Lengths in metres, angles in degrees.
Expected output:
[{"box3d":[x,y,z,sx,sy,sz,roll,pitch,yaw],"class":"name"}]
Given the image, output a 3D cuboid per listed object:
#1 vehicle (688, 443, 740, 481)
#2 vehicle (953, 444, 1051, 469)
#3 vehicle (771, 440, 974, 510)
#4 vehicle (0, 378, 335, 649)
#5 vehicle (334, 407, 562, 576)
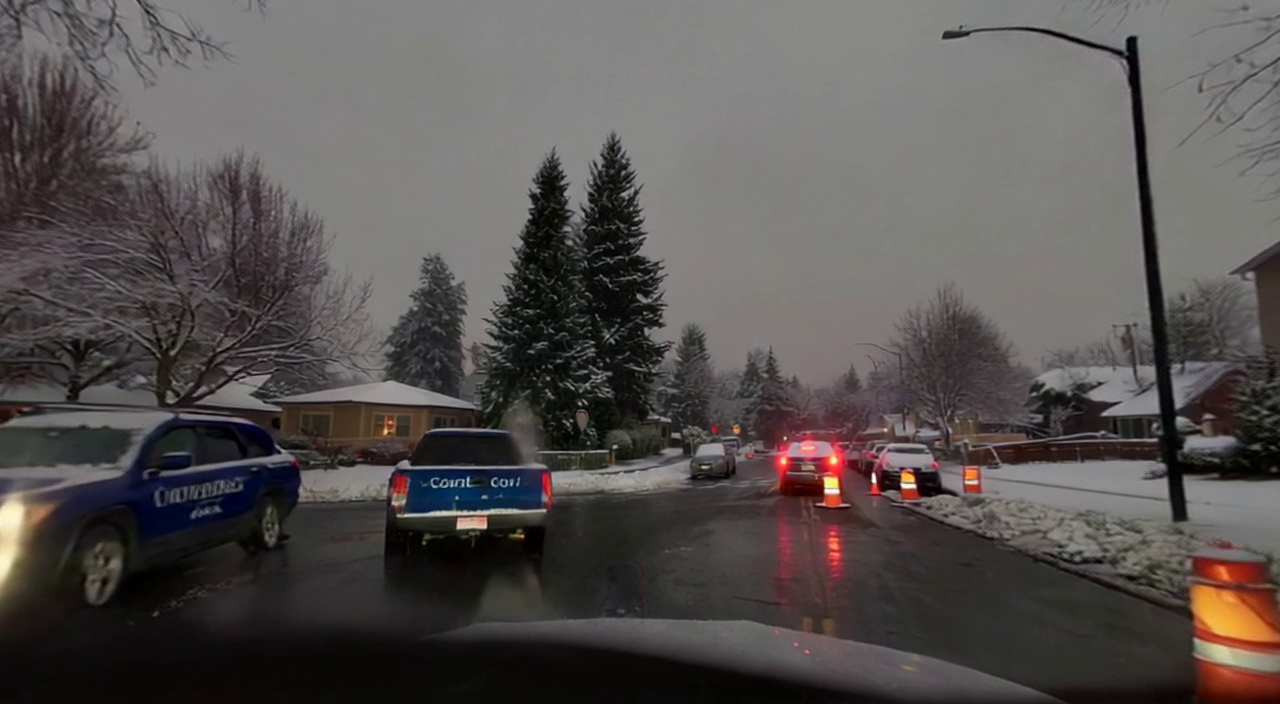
[{"box3d":[3.839,5.515,32.040,2.014,1.742,4.297,-2,-9,14],"class":"vehicle"},{"box3d":[23.237,6.729,40.737,5.066,1.534,1.905,-2,-9,10],"class":"vehicle"},{"box3d":[6.112,3.173,16.780,4.656,1.577,2.099,1,-8,-17],"class":"vehicle"},{"box3d":[-5.645,1.483,6.882,2.471,1.892,4.952,1,-9,-5],"class":"vehicle"},{"box3d":[-2.664,1.794,8.941,2.350,1.748,4.094,3,-9,-17],"class":"vehicle"}]
